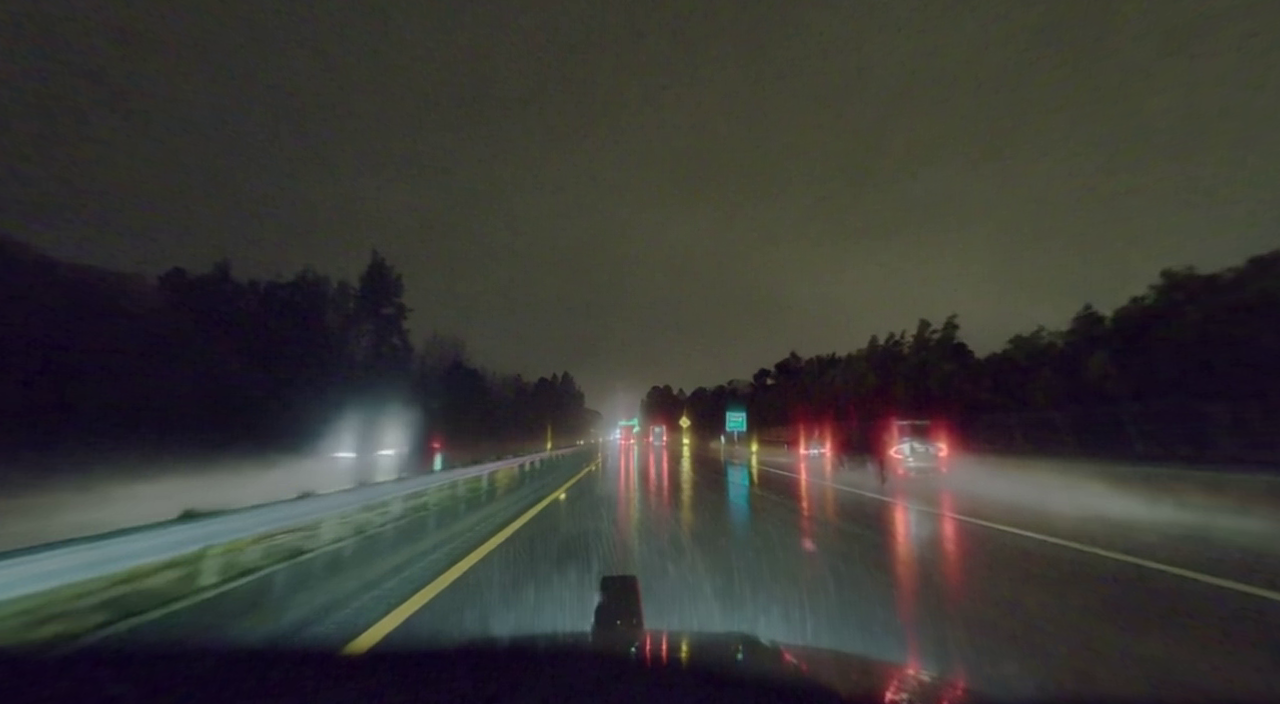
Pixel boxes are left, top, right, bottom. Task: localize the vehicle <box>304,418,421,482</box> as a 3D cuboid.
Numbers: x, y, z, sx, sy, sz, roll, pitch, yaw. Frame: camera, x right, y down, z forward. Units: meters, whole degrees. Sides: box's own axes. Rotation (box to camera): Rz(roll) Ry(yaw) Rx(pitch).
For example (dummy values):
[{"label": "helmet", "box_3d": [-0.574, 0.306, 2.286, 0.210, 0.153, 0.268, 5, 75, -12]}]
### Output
[{"label": "vehicle", "box_3d": [-12.091, 4.300, 28.065, 2.380, 2.522, 6.211, 0, -8, 0]}]
